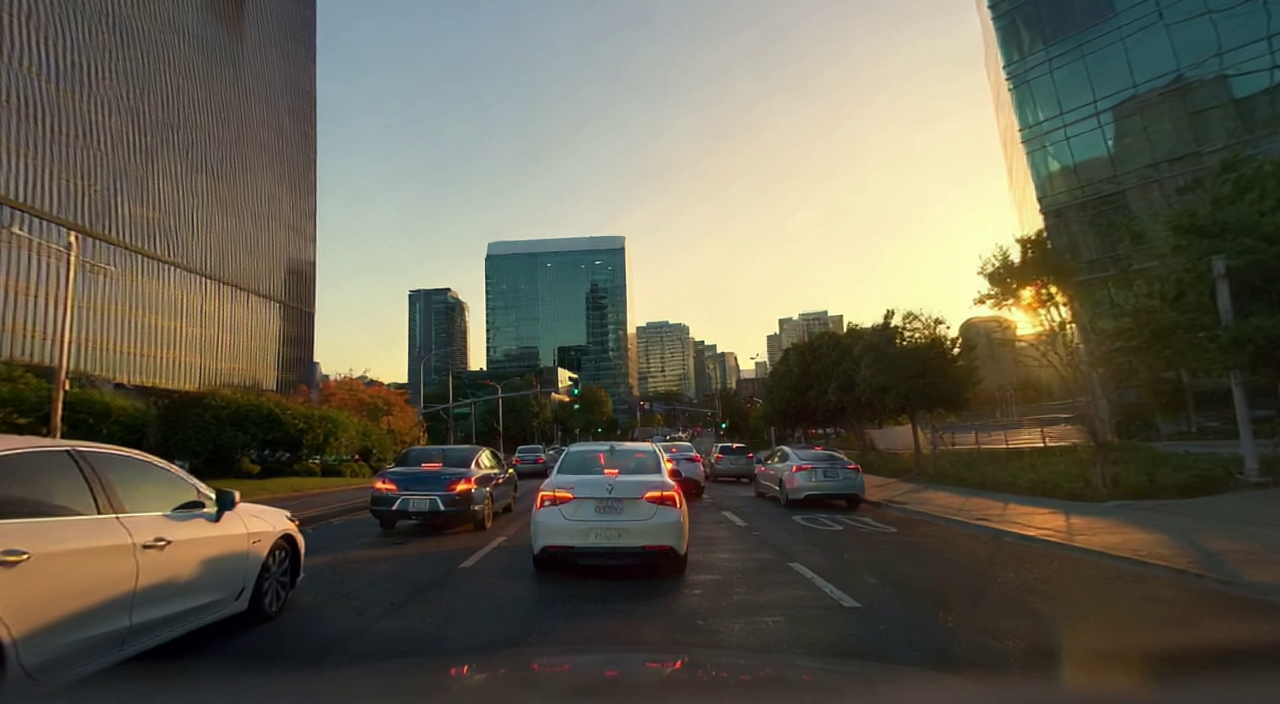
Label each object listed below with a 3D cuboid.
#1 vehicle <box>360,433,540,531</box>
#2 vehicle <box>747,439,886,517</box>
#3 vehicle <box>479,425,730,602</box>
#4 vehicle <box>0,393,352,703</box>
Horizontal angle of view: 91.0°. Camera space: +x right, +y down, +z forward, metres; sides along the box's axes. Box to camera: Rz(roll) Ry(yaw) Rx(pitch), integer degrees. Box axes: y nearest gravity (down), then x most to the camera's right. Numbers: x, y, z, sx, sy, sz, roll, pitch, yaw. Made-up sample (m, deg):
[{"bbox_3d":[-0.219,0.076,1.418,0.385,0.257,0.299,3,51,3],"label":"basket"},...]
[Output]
[{"bbox_3d":[-3.341,2.376,12.159,2.044,1.508,4.479,0,-9,0],"label":"vehicle"},{"bbox_3d":[3.860,2.819,14.616,1.940,1.514,4.187,0,-9,-1],"label":"vehicle"},{"bbox_3d":[-0.254,1.734,7.718,2.174,1.509,4.374,0,-9,2],"label":"vehicle"},{"bbox_3d":[-3.549,1.078,3.504,1.933,1.520,4.195,0,-9,-1],"label":"vehicle"}]
